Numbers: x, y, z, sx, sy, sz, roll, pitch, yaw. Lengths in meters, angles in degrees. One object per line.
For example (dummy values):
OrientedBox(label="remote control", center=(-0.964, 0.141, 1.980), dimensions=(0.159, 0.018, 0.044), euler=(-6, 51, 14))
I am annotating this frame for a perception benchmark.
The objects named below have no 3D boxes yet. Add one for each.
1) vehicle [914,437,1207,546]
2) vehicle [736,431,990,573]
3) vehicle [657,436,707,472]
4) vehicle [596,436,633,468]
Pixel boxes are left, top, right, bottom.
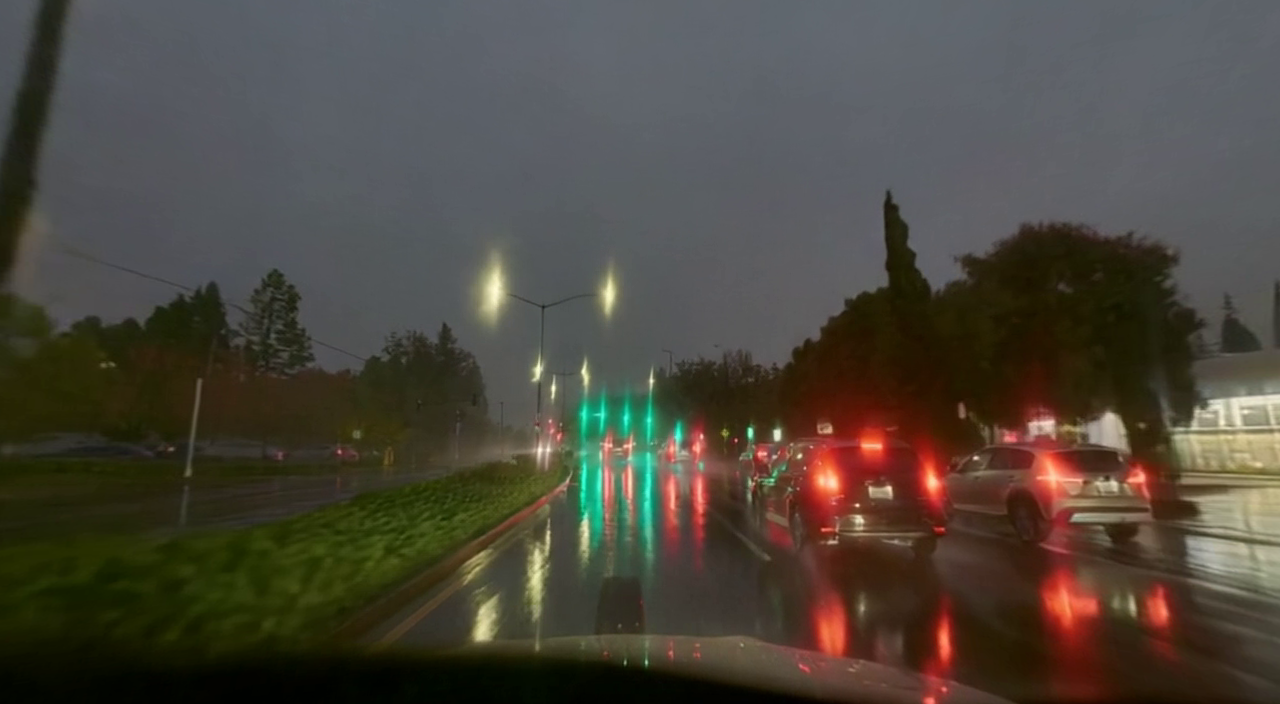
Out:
OrientedBox(label="vehicle", center=(6.649, 2.205, 10.706), dimensions=(1.917, 1.457, 4.274), euler=(0, -8, -2))
OrientedBox(label="vehicle", center=(2.657, 1.879, 8.743), dimensions=(1.883, 1.452, 4.258), euler=(0, -8, -1))
OrientedBox(label="vehicle", center=(2.101, 5.269, 32.676), dimensions=(2.000, 1.745, 4.206), euler=(1, -8, -4))
OrientedBox(label="vehicle", center=(-1.617, 6.016, 38.036), dimensions=(2.051, 1.798, 4.168), euler=(1, -8, -5))
